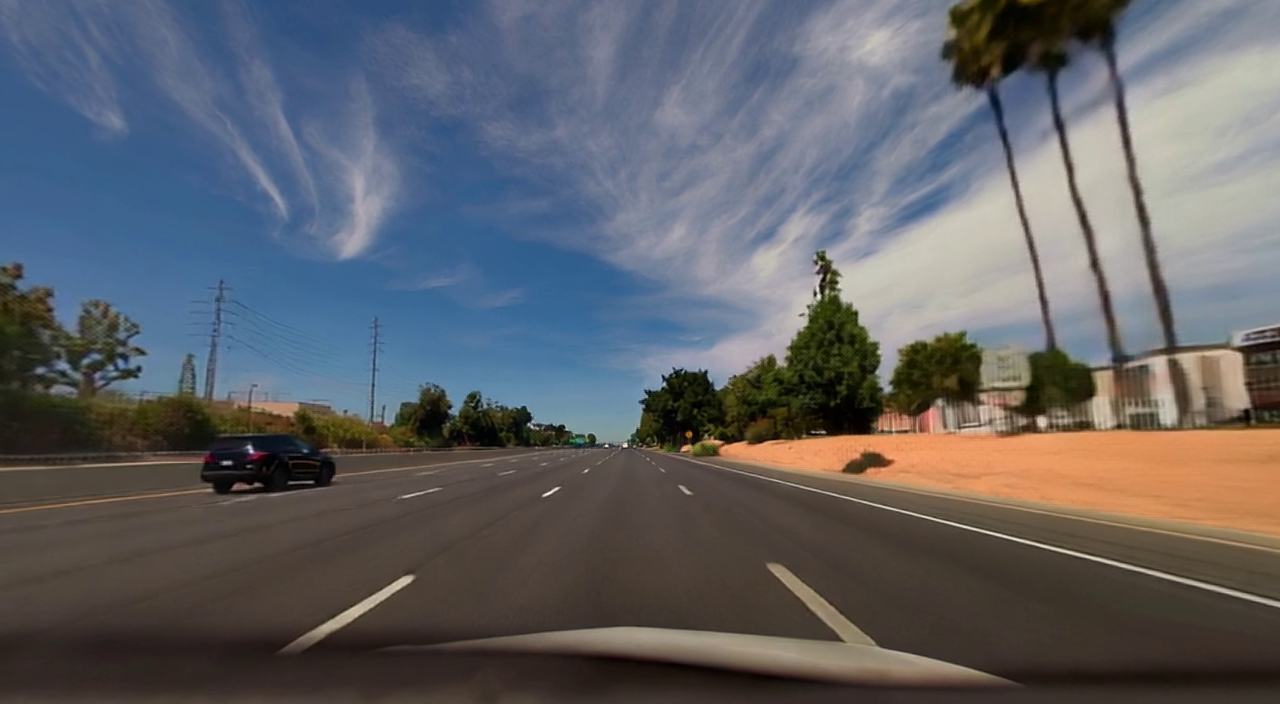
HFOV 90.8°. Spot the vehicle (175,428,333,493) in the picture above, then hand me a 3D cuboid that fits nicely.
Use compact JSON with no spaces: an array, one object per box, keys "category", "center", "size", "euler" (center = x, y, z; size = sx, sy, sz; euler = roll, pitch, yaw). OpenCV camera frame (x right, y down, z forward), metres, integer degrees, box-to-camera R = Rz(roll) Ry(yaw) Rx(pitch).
[{"category":"vehicle","center":[-11.689,3.316,19.611],"size":[2.016,1.754,4.543],"euler":[0,-8,0]}]
